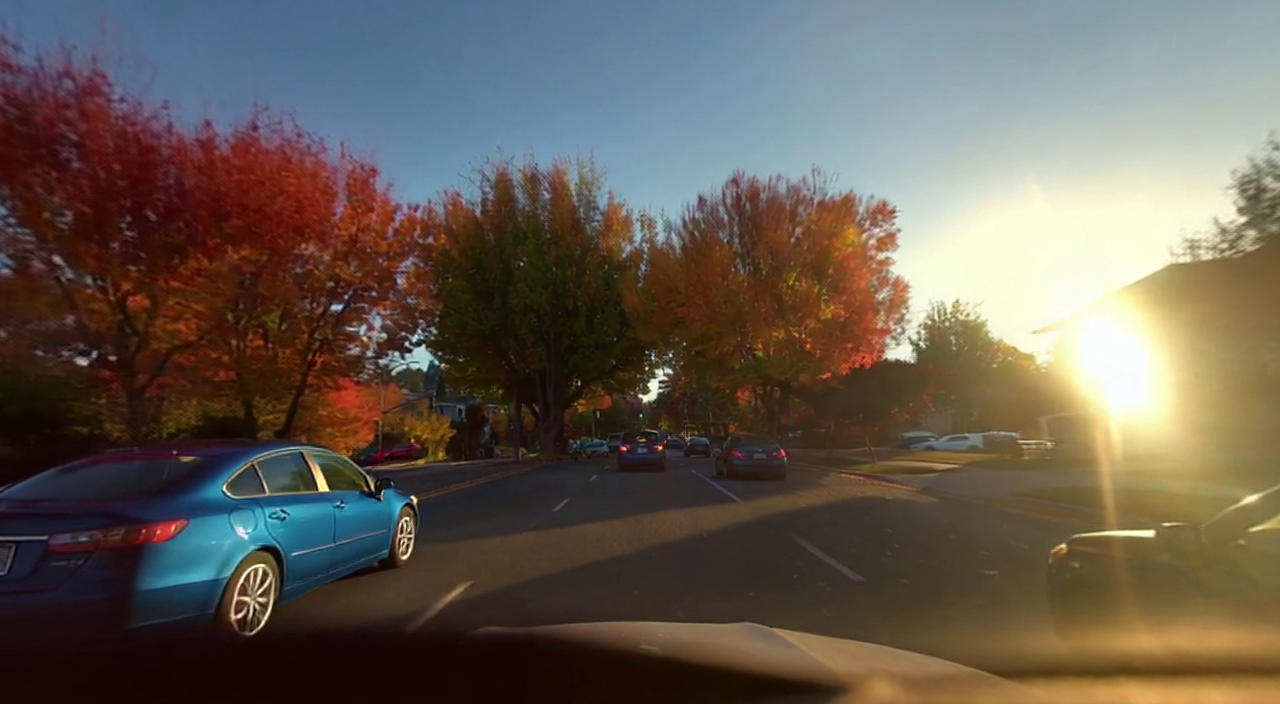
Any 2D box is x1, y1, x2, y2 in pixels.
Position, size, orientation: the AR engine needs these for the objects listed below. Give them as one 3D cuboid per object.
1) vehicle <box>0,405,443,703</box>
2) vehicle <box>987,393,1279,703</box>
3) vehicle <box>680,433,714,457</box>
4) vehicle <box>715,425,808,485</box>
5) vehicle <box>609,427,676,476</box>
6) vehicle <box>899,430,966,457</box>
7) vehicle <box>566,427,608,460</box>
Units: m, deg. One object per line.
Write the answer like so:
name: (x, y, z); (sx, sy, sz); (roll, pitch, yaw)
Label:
vehicle: (-3.480, 1.340, 5.400); (1.997, 1.479, 4.547); (0, -8, 1)
vehicle: (3.402, 0.852, 2.012); (2.060, 1.474, 4.475); (0, -8, 1)
vehicle: (4.155, 6.834, 46.176); (2.067, 1.687, 4.163); (0, -8, -1)
vehicle: (3.658, 3.205, 19.814); (2.019, 1.675, 4.488); (0, -8, 0)
vehicle: (0.074, 3.732, 23.712); (2.293, 1.662, 4.262); (0, -8, 0)
vehicle: (18.021, 5.729, 38.915); (1.767, 1.400, 4.107); (-3, -10, -7)
vehicle: (-3.437, 6.077, 41.754); (2.246, 2.062, 5.123); (0, -8, 1)
